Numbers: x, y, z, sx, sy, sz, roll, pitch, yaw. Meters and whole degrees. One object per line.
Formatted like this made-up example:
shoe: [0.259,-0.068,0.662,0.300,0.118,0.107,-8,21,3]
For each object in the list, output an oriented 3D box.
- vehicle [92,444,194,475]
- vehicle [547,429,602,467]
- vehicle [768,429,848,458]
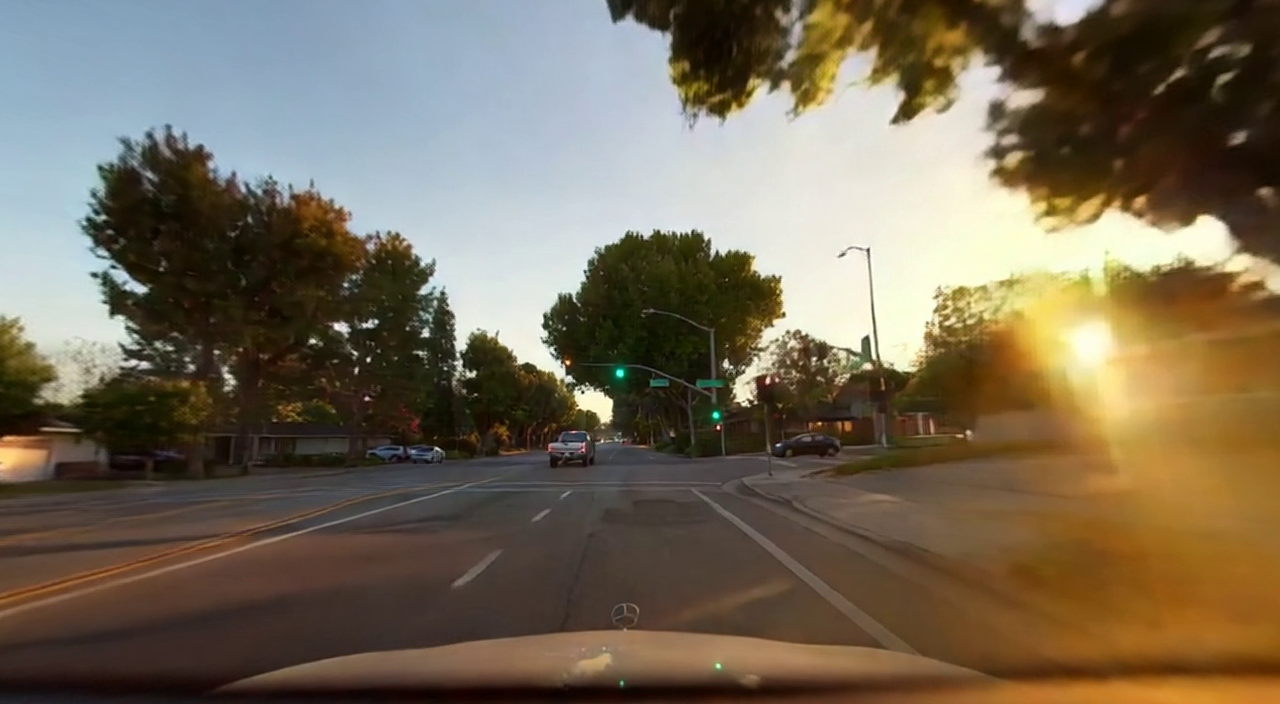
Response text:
vehicle: [-28.973,6.284,36.961,4.092,1.624,1.965,0,-11,-12]
vehicle: [-3.648,5.498,36.296,2.508,2.001,5.880,0,-9,0]
vehicle: [10.704,5.861,40.514,4.500,1.761,1.975,0,-9,1]
